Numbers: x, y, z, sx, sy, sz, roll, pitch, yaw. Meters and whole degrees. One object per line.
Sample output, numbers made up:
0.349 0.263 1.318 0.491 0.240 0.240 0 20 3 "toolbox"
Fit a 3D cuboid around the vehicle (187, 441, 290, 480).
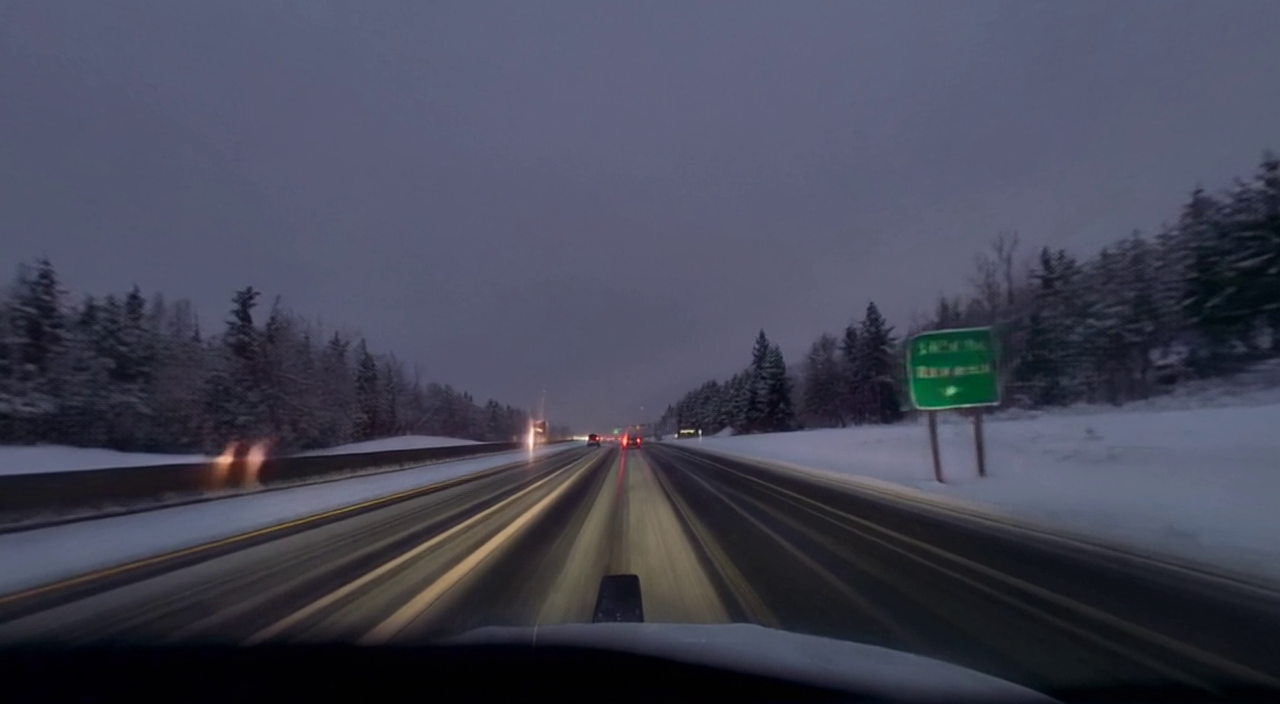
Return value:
-16.774 4.519 26.504 1.784 1.486 3.920 0 -8 -1 "vehicle"
